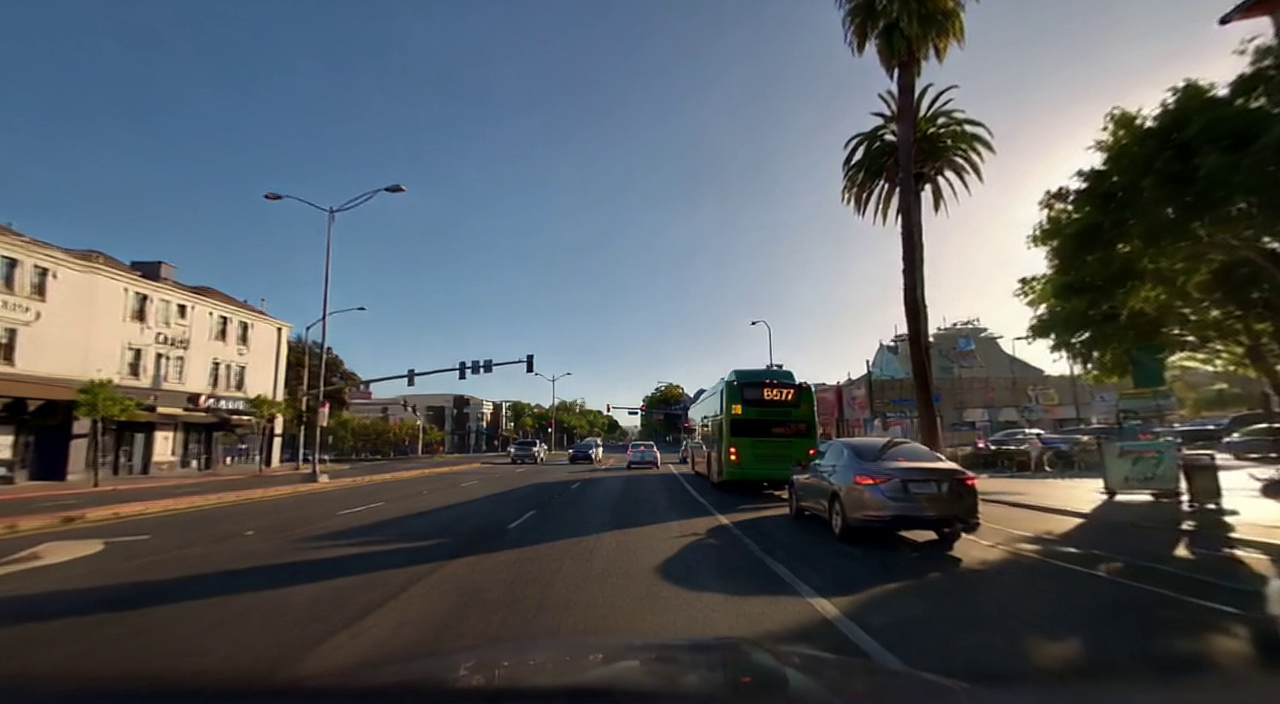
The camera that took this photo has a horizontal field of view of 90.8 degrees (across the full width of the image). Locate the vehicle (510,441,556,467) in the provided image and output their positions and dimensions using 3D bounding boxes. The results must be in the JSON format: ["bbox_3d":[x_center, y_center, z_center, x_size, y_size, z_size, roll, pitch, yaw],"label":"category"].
[{"bbox_3d":[-6.728,6.467,40.207,1.927,1.480,4.832,-1,-9,2],"label":"vehicle"}]

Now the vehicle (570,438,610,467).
[{"bbox_3d":[-3.125,6.376,40.324,2.020,1.721,4.366,0,-9,2],"label":"vehicle"}]

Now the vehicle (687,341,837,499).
[{"bbox_3d":[3.594,2.719,22.944,2.970,4.015,13.606,0,-9,1],"label":"vehicle"}]

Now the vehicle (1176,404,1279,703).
[{"bbox_3d":[3.348,0.640,0.333,2.063,1.483,4.620,0,-9,0],"label":"vehicle"}]

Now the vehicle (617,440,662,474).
[{"bbox_3d":[0.008,5.043,30.446,2.060,1.499,3.831,0,-9,1],"label":"vehicle"}]

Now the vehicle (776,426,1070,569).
[{"bbox_3d":[3.613,1.951,9.409,1.965,1.519,5.078,0,-9,-1],"label":"vehicle"}]
